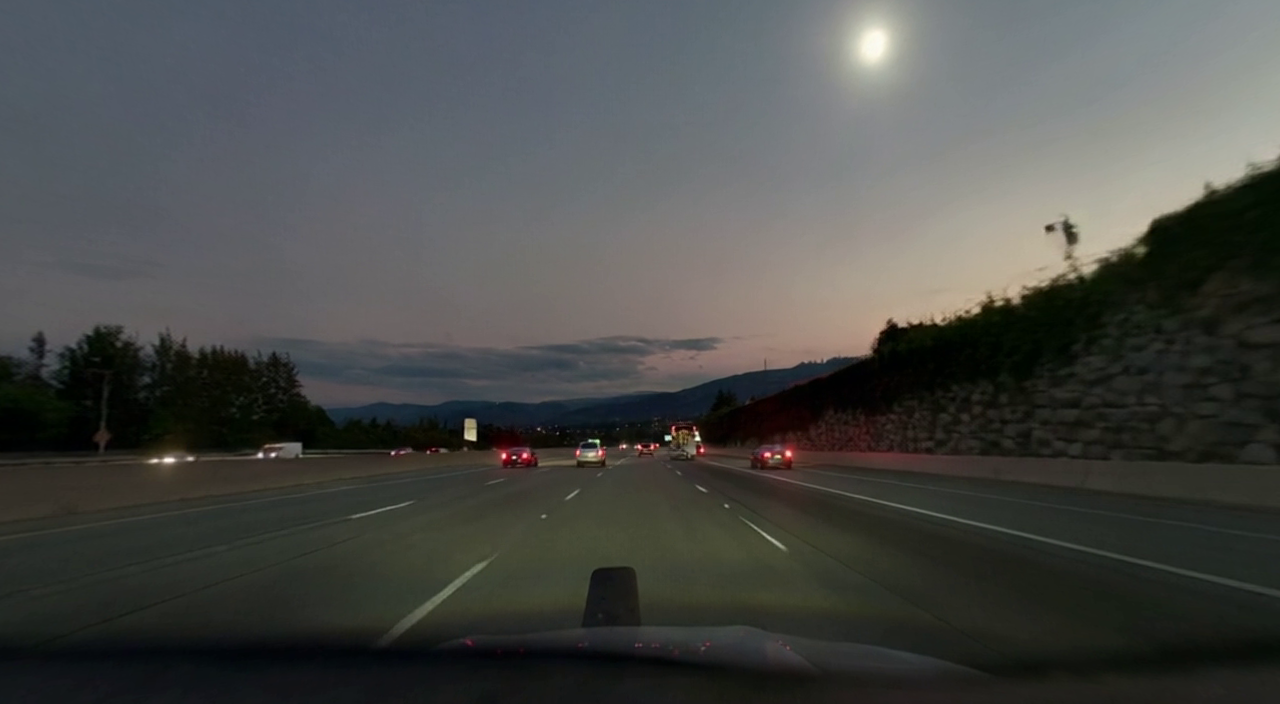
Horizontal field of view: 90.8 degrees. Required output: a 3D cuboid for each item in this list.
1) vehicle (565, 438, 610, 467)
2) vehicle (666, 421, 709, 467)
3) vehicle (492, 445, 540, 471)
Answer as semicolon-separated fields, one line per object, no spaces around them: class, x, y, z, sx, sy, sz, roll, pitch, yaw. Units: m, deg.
vehicle;-3.798;7.438;46.894;2.720;2.041;5.432;0;-8;1
vehicle;3.503;6.994;48.181;2.795;3.187;7.205;0;-8;0
vehicle;-7.744;6.650;39.966;2.102;1.522;4.394;0;-8;0
